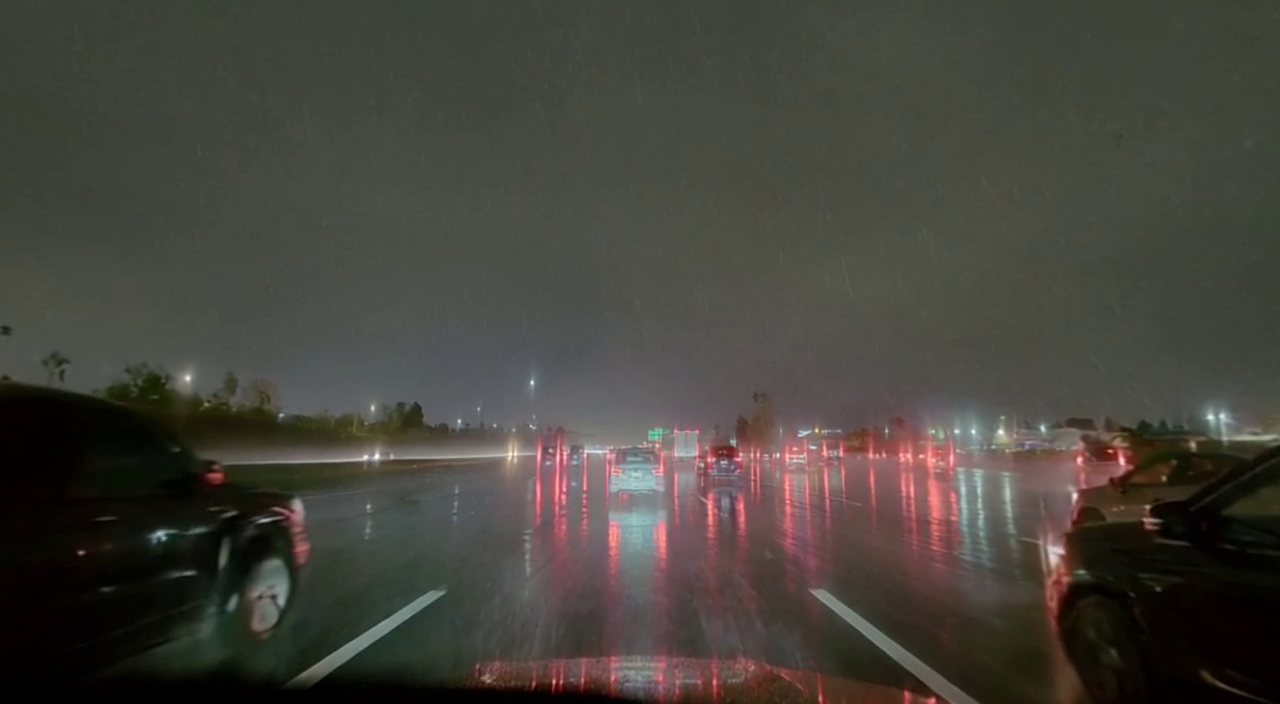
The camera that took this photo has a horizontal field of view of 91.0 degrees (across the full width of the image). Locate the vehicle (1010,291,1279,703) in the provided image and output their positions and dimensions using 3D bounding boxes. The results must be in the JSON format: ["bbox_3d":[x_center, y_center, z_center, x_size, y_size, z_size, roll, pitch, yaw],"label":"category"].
[{"bbox_3d":[3.410,0.611,1.465,2.215,1.879,4.845,0,-9,1],"label":"vehicle"}]

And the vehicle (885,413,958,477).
[{"bbox_3d":[17.333,5.768,38.983,2.777,3.740,3.338,1,-9,-1],"label":"vehicle"}]

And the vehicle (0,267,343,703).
[{"bbox_3d":[-3.691,0.641,2.258,2.510,1.959,5.372,0,-9,1],"label":"vehicle"}]

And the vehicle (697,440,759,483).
[{"bbox_3d":[3.707,4.669,27.161,2.053,1.666,4.106,0,-9,0],"label":"vehicle"}]

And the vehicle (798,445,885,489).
[{"bbox_3d":[7.515,4.317,23.955,1.942,1.482,4.250,0,-9,0],"label":"vehicle"}]

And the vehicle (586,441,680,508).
[{"bbox_3d":[-0.132,3.098,16.339,2.132,1.499,4.038,0,-9,1],"label":"vehicle"}]

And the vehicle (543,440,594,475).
[{"bbox_3d":[-3.747,5.648,33.960,2.079,1.741,4.436,0,-9,2],"label":"vehicle"}]
